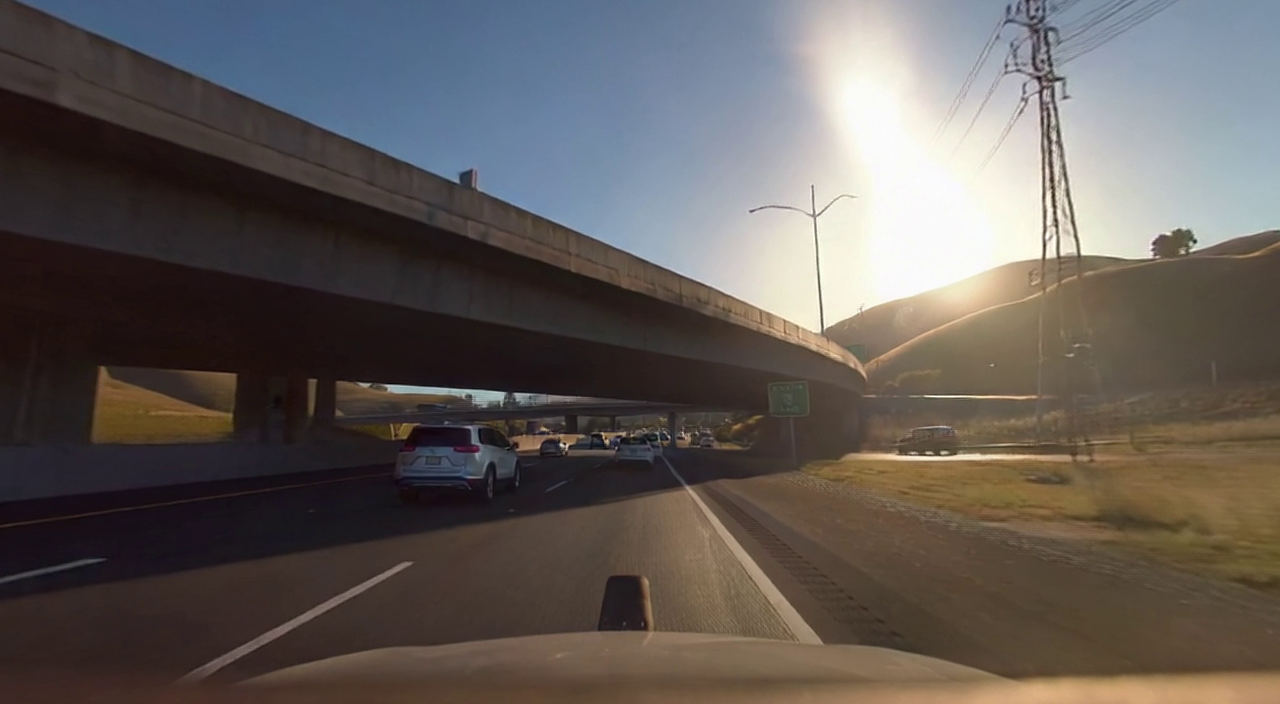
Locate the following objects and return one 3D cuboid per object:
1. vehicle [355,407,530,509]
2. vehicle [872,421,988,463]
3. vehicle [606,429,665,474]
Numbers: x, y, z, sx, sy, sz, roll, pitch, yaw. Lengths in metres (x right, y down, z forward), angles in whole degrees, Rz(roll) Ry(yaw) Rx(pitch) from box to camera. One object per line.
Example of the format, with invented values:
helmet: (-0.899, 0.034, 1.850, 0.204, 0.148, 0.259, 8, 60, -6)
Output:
vehicle: (-4.032, 2.307, 14.005, 2.228, 1.845, 4.847, 0, -9, 1)
vehicle: (19.228, 6.076, 42.323, 2.571, 2.571, 6.876, 4, -10, -25)
vehicle: (-0.090, 4.042, 25.706, 2.193, 1.651, 3.946, -1, -9, 3)
